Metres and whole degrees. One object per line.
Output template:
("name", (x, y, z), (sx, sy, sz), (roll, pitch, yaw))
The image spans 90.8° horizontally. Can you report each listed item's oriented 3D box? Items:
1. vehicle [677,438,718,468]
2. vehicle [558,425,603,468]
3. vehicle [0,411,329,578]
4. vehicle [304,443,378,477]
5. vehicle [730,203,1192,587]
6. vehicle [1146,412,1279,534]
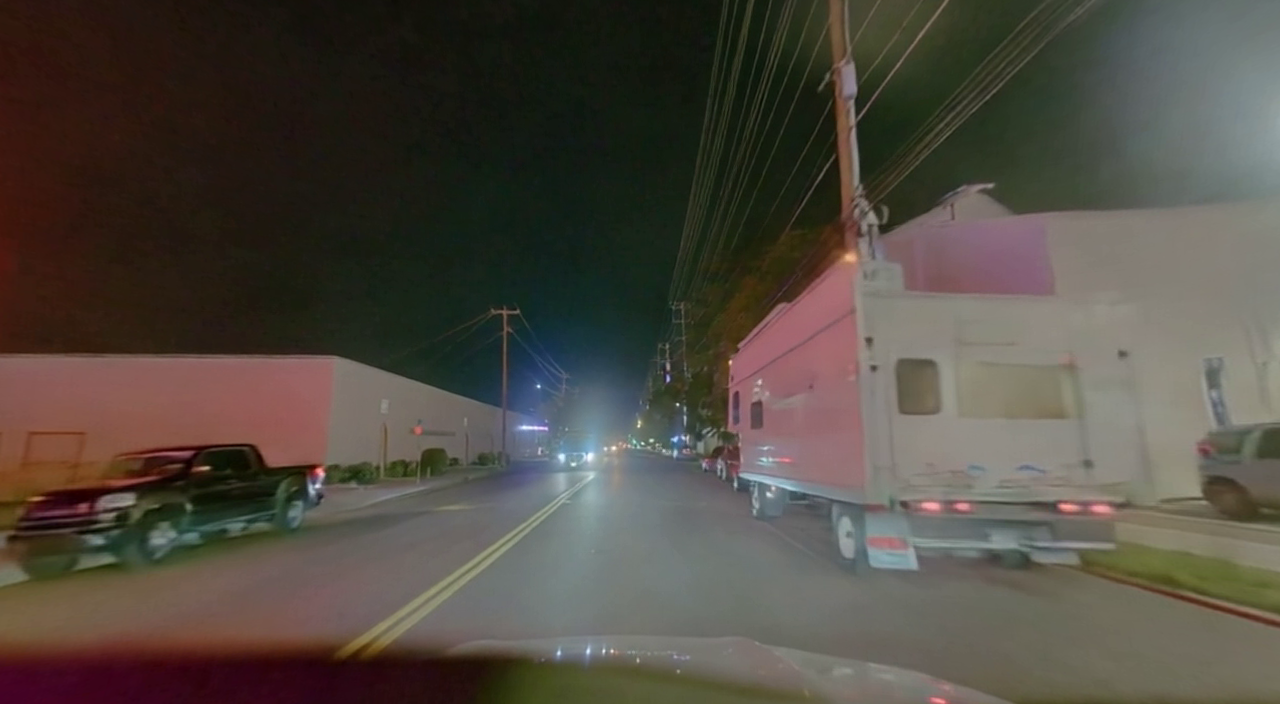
("vehicle", (3.806, 6.763, 42.414), (2.112, 1.848, 4.913), (0, -9, -2))
("vehicle", (-3.734, 6.120, 40.992), (2.280, 2.522, 6.402), (0, -9, 0))
("vehicle", (-7.872, 2.319, 11.096), (2.177, 2.075, 5.427), (-4, -9, -1))
("vehicle", (-15.241, 5.507, 32.413), (1.925, 1.592, 3.814), (0, -9, -1))
("vehicle", (3.836, 1.055, 10.497), (3.029, 3.860, 7.726), (-5, -11, -2))
("vehicle", (9.839, 1.652, 8.743), (2.039, 1.662, 4.304), (-2, -9, 0))
